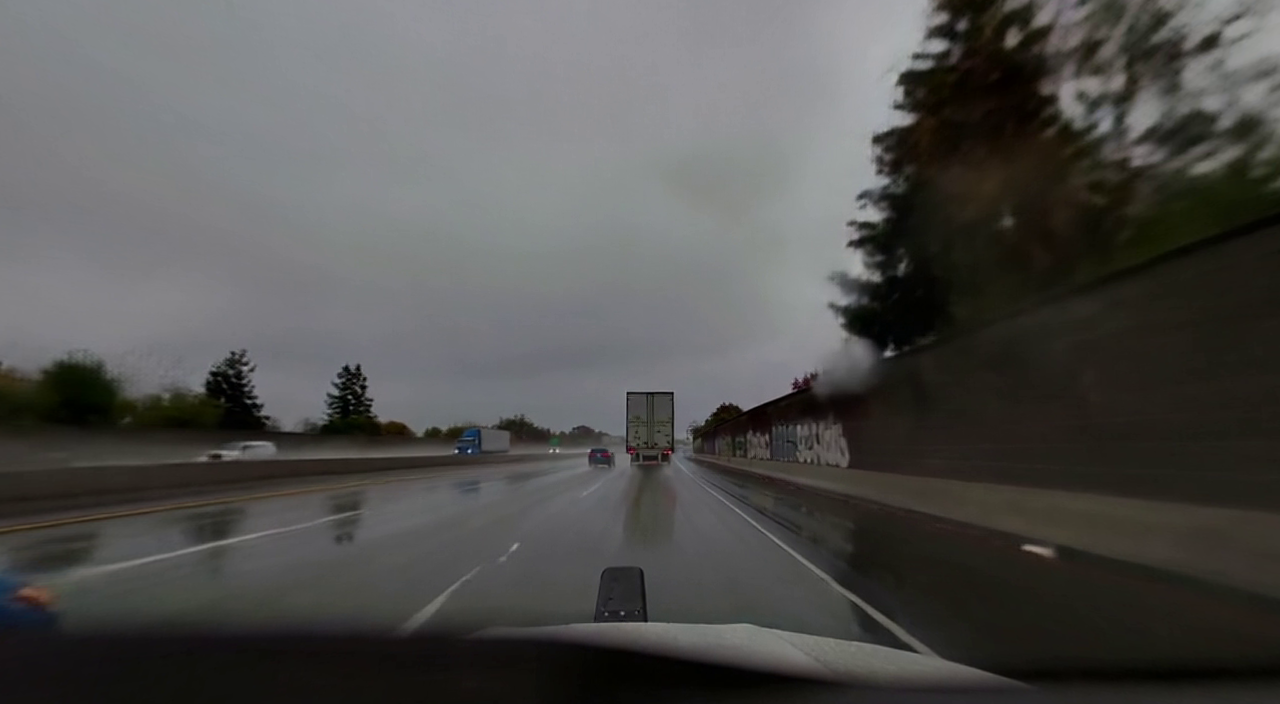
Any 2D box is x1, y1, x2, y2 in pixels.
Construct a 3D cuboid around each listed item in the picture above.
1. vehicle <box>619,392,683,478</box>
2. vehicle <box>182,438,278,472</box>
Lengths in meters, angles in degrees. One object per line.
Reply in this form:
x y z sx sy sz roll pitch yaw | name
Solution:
0.519 4.788 35.471 2.997 4.069 10.871 0 -9 0 | vehicle
-25.129 6.340 38.918 2.170 1.894 5.408 0 -9 2 | vehicle
